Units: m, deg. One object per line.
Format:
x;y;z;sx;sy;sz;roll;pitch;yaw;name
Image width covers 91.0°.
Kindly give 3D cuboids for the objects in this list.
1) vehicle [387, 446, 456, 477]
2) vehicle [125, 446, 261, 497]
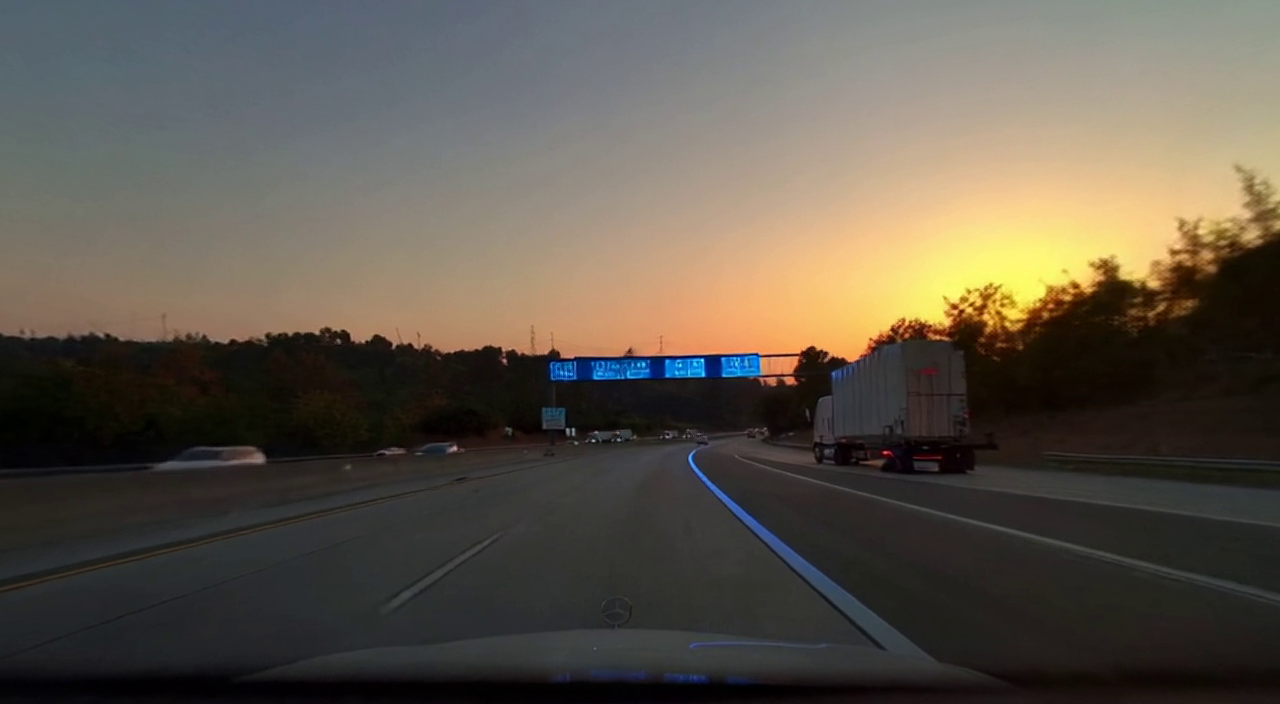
-11.774;5.896;34.264;1.995;1.532;4.395;-1;-8;3;vehicle
-16.611;4.421;23.712;1.905;1.670;4.244;-1;-8;2;vehicle
